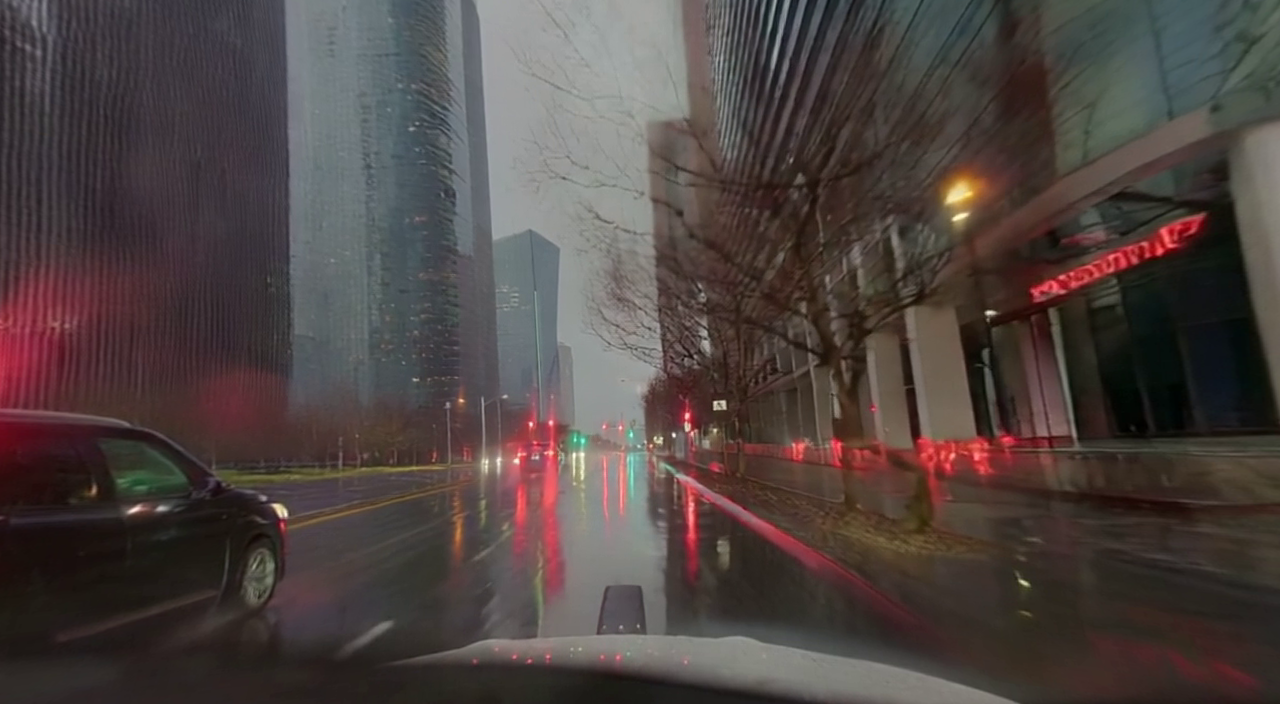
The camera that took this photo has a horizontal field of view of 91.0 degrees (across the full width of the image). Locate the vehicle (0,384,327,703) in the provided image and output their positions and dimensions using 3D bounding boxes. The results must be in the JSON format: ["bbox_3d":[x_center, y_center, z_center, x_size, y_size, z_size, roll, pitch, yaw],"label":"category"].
[{"bbox_3d":[-4.552,1.219,4.535,2.169,1.741,4.588,0,-9,1],"label":"vehicle"}]

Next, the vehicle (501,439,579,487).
[{"bbox_3d":[-4.133,4.702,26.991,2.384,1.849,5.009,0,-9,1],"label":"vehicle"}]
